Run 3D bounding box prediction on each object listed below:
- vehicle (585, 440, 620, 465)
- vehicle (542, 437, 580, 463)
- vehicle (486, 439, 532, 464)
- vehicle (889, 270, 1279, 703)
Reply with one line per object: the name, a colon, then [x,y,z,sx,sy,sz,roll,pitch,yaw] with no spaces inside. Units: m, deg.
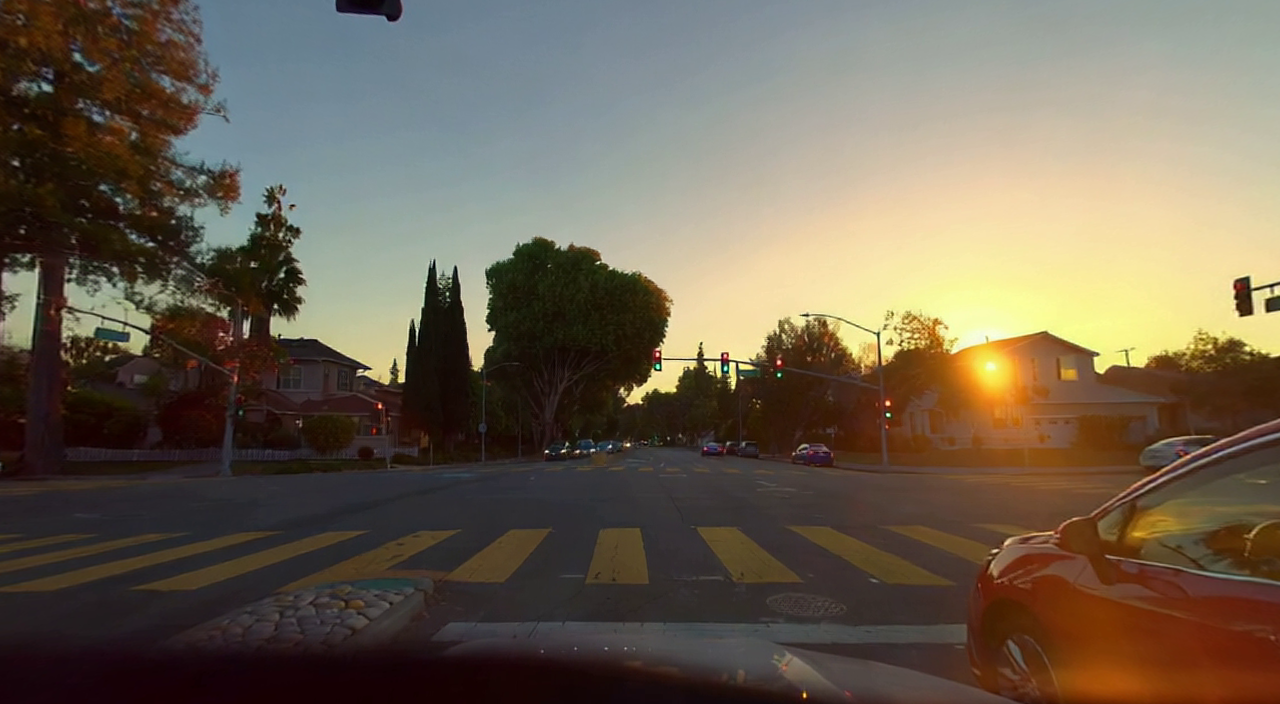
vehicle: [-2.384,6.595,41.580,2.046,1.491,4.118,0,-9,0]
vehicle: [-5.522,6.902,44.418,2.091,1.707,4.157,0,-9,0]
vehicle: [-8.945,6.854,43.626,2.028,1.654,5.027,0,-9,1]
vehicle: [2.711,0.708,1.721,2.085,1.800,4.908,0,-9,1]
